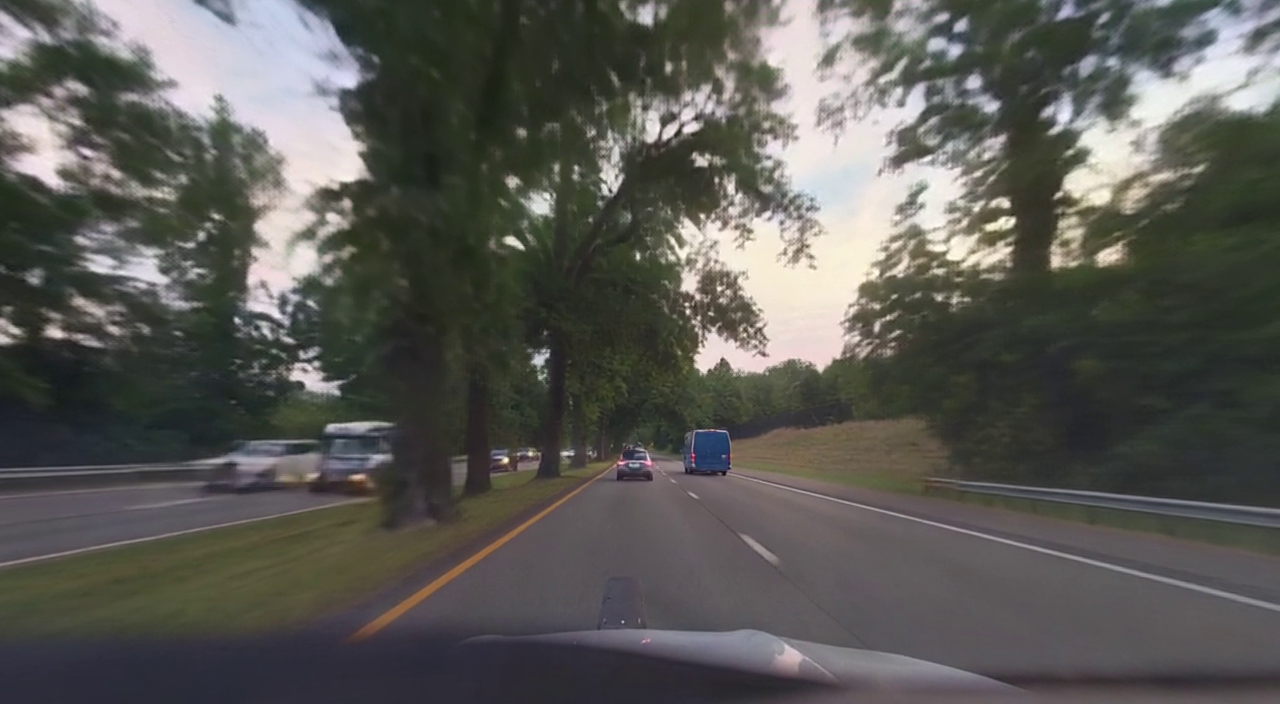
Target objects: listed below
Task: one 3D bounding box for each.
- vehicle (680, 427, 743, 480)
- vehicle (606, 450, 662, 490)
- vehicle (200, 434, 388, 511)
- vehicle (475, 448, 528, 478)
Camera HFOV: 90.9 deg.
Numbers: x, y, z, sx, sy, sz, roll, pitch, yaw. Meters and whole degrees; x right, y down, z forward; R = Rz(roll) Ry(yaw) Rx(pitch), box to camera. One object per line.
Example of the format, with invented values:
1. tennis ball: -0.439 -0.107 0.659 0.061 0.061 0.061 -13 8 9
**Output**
1. vehicle: 3.725 5.492 34.225 2.513 2.633 5.930 0 -9 -2
2. vehicle: -0.246 4.614 24.976 2.037 1.417 3.885 0 -9 0
3. vehicle: -7.503 2.644 14.210 1.911 1.461 3.984 0 -9 1
4. vehicle: -7.505 6.054 34.656 1.926 1.492 4.272 0 -9 0
